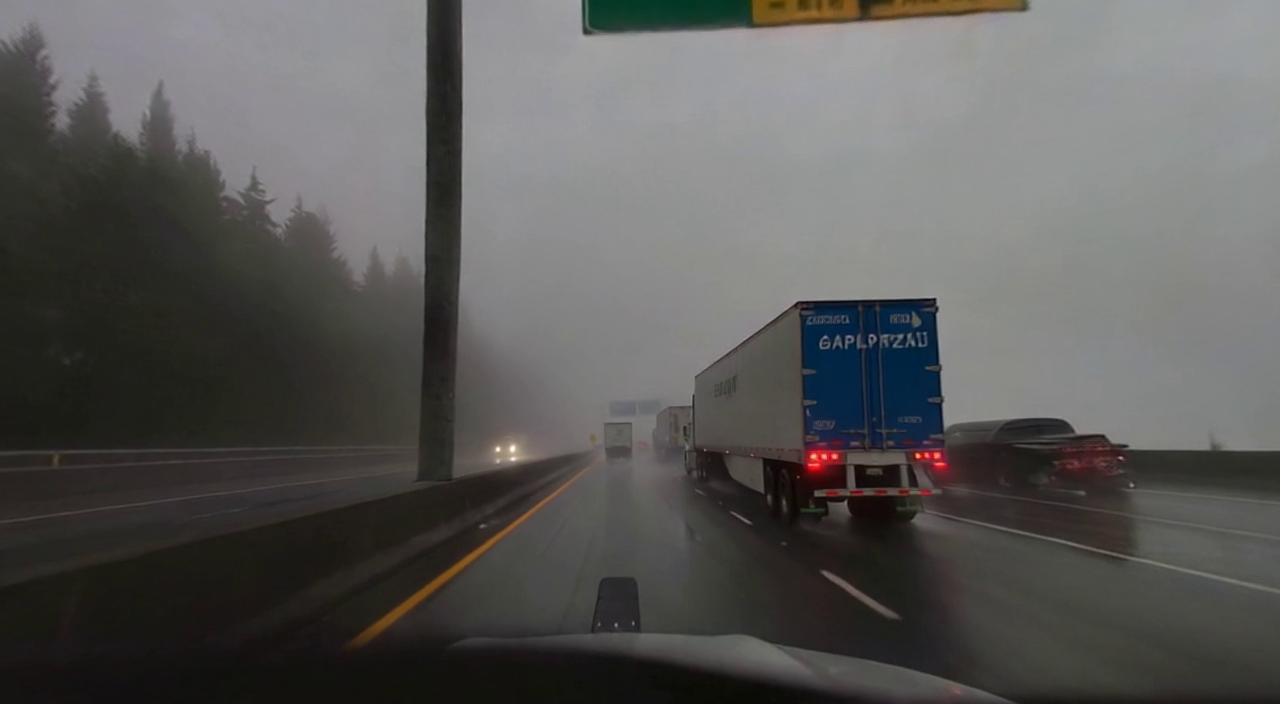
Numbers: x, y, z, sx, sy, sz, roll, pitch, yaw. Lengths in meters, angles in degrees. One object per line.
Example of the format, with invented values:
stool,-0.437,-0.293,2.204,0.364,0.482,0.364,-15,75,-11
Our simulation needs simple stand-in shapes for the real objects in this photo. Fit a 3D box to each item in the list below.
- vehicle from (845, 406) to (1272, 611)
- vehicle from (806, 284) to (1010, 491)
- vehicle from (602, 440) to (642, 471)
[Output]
vehicle,4.543,1.449,6.786,4.253,1.543,2.045,4,-9,-30
vehicle,4.201,0.625,10.323,2.244,3.047,2.035,0,-8,-2
vehicle,-0.943,5.309,32.459,1.943,1.491,3.459,0,-8,-2
